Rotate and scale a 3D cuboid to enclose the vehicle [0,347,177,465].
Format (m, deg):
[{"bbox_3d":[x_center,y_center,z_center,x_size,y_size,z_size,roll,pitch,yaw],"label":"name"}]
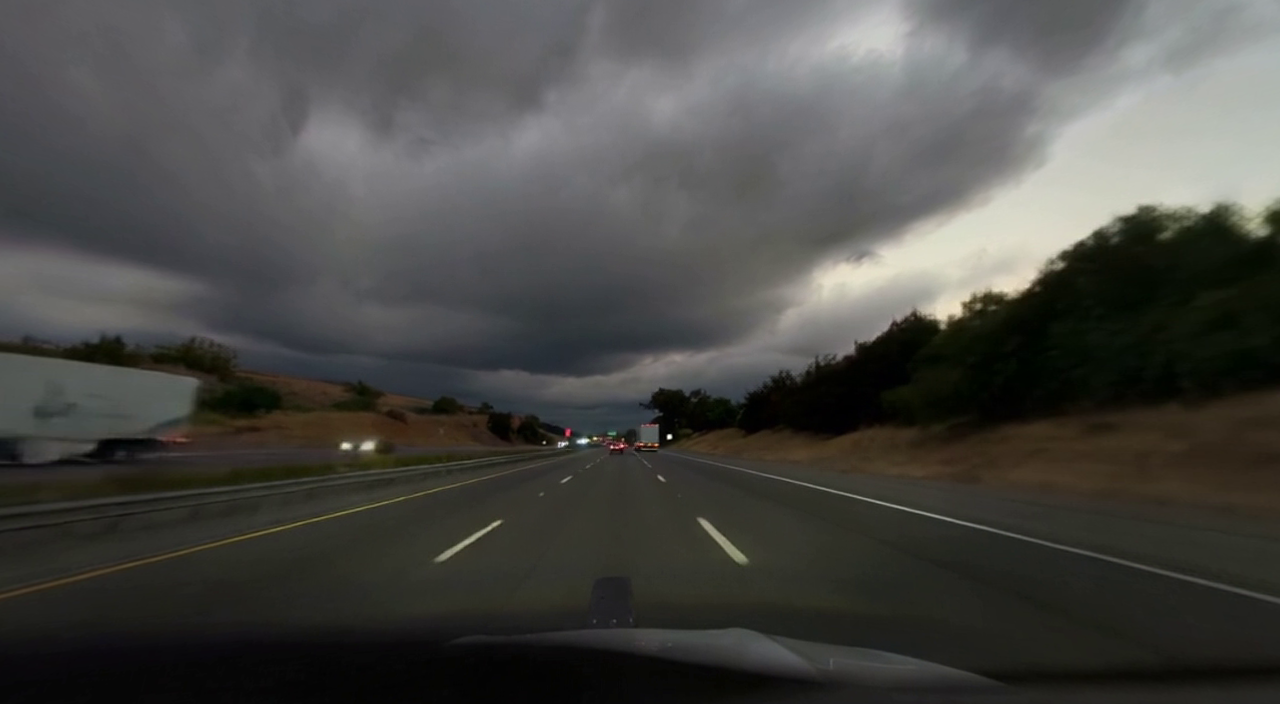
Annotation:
[{"bbox_3d":[-24.701,2.229,24.493,3.152,4.196,13.755,0,-8,-1],"label":"vehicle"}]

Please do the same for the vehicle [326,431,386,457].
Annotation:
[{"bbox_3d":[-17.110,5.582,38.166,1.812,1.488,3.968,0,-8,-1],"label":"vehicle"}]
